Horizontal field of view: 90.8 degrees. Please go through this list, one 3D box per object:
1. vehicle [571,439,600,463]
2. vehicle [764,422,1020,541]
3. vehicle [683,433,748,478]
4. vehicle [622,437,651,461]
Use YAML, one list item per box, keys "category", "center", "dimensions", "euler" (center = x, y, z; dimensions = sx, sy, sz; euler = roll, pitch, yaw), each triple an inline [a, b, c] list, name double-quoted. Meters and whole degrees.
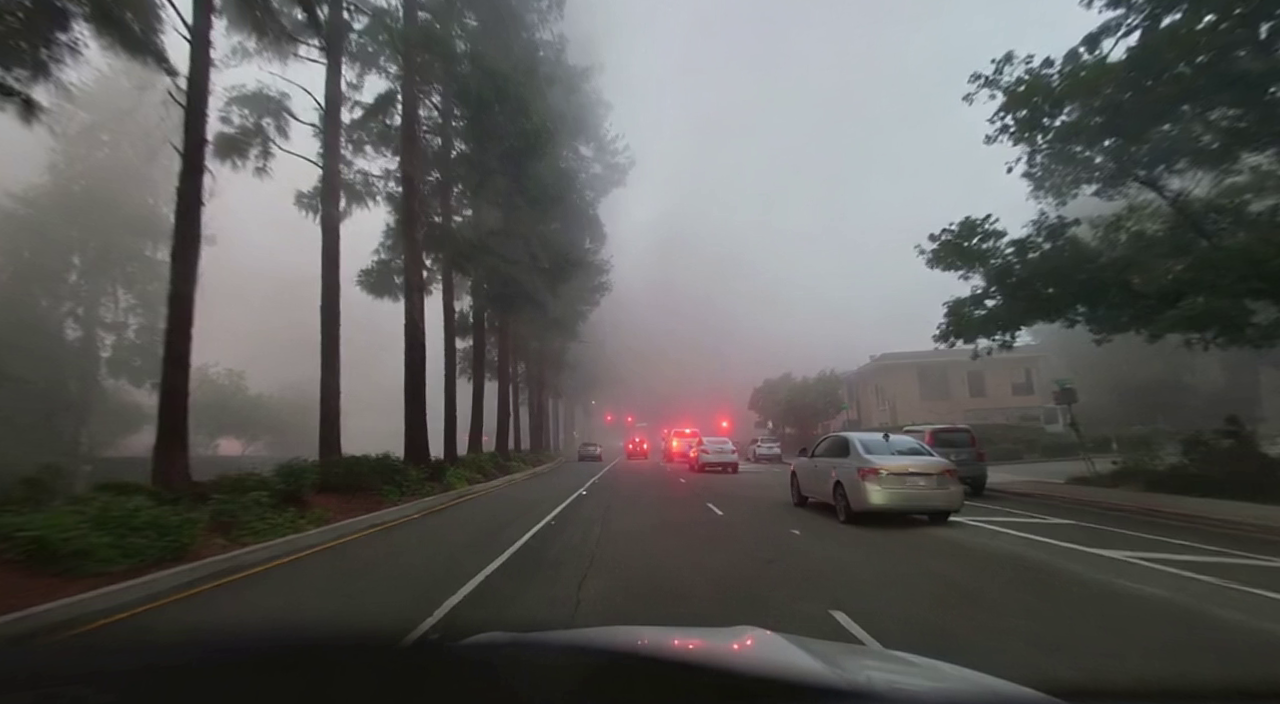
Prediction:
- category: "vehicle"
  center: [-4.136, 7.601, 48.628]
  dimensions: [2.083, 1.691, 4.398]
  euler: [0, -9, -3]
- category: "vehicle"
  center: [3.748, 2.046, 10.666]
  dimensions: [2.165, 1.513, 4.911]
  euler: [0, -9, -2]
- category: "vehicle"
  center: [3.022, 4.289, 26.369]
  dimensions: [2.041, 1.688, 4.717]
  euler: [0, -8, -1]
- category: "vehicle"
  center: [-0.295, 7.313, 47.495]
  dimensions: [2.052, 1.693, 4.554]
  euler: [0, -8, -1]
